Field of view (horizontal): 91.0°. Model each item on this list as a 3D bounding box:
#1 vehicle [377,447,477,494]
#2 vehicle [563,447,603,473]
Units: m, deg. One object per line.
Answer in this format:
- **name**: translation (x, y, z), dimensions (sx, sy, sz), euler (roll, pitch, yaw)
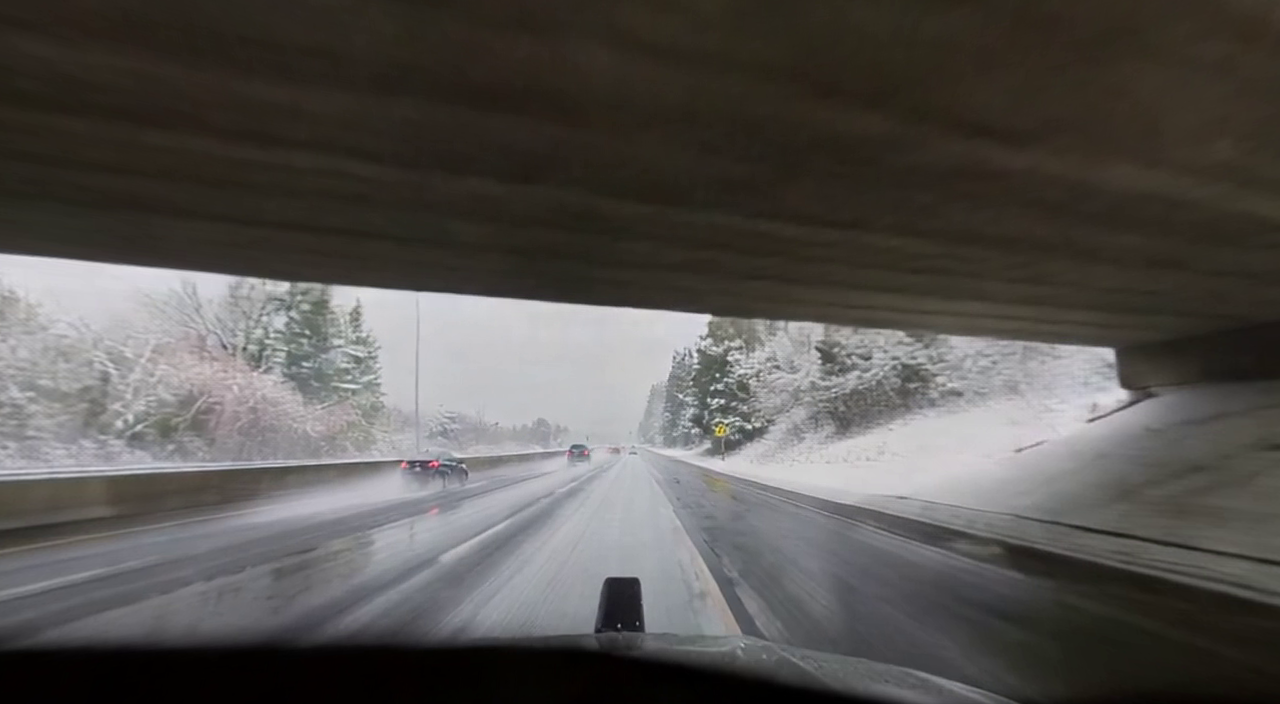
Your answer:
- **vehicle**: translation (-7.621, 4.270, 23.112), dimensions (2.002, 1.507, 4.631), euler (0, -9, 1)
- **vehicle**: translation (-3.667, 7.056, 41.341), dimensions (2.102, 1.571, 4.666), euler (0, -9, 1)
